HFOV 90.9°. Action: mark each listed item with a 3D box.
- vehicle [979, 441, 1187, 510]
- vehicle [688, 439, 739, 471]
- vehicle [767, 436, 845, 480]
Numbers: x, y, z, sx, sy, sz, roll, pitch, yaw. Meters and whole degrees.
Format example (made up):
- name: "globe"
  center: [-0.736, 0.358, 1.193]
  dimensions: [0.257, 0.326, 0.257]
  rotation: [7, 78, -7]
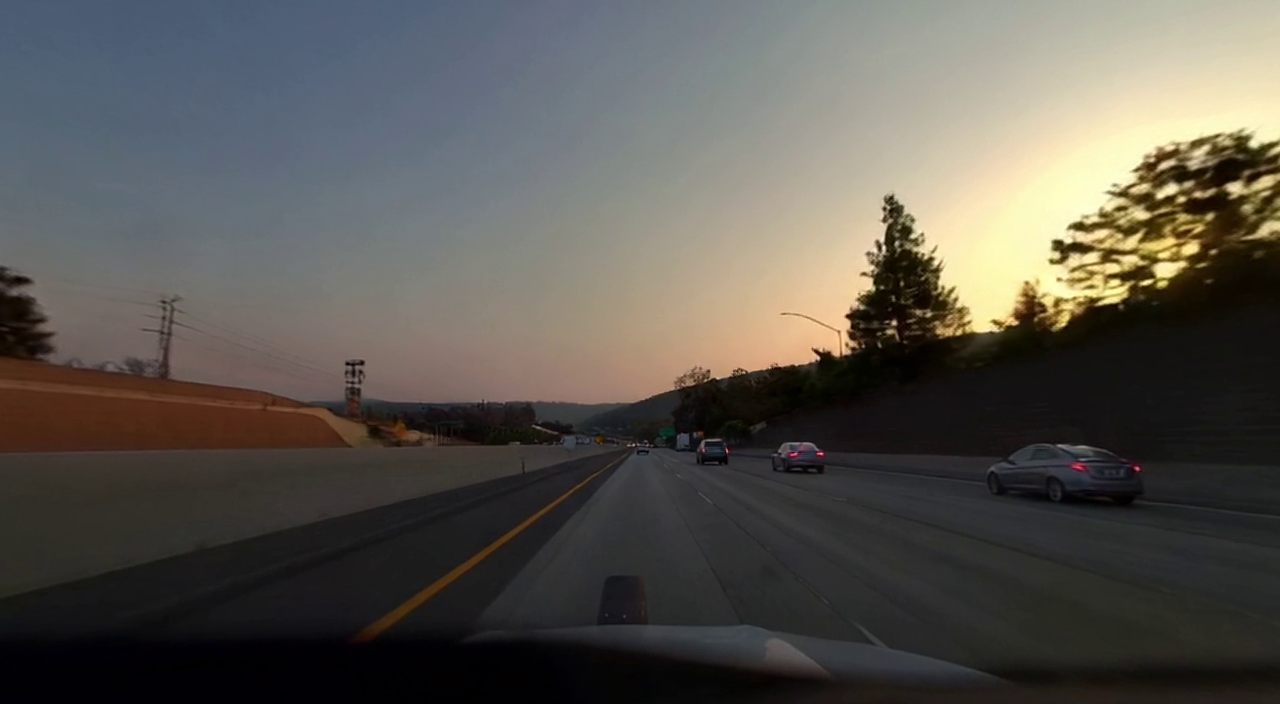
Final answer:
- name: "vehicle"
  center: [10.801, 3.015, 15.925]
  dimensions: [1.970, 1.479, 4.480]
  rotation: [0, -8, 0]
- name: "vehicle"
  center: [4.015, 5.717, 35.099]
  dimensions: [2.326, 1.644, 4.206]
  rotation: [0, -8, 0]
- name: "vehicle"
  center: [7.229, 4.663, 27.986]
  dimensions: [2.178, 1.749, 4.570]
  rotation: [0, -8, 0]
